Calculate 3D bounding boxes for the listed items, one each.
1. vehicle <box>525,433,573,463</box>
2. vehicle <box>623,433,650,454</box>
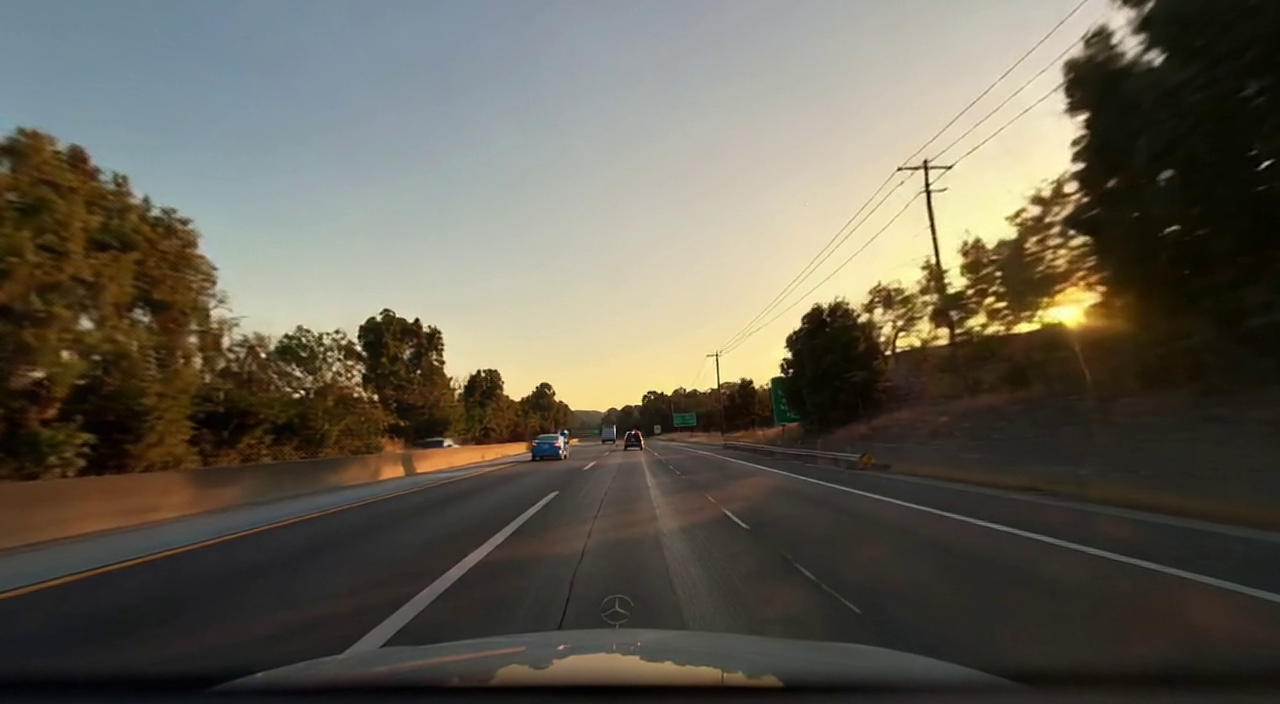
[{"bbox_3d":[-4.624,4.926,32.609,1.911,1.477,3.807,0,-8,0],"label":"vehicle"},{"bbox_3d":[-0.281,6.636,45.752,1.890,1.472,3.716,0,-8,-1],"label":"vehicle"}]
